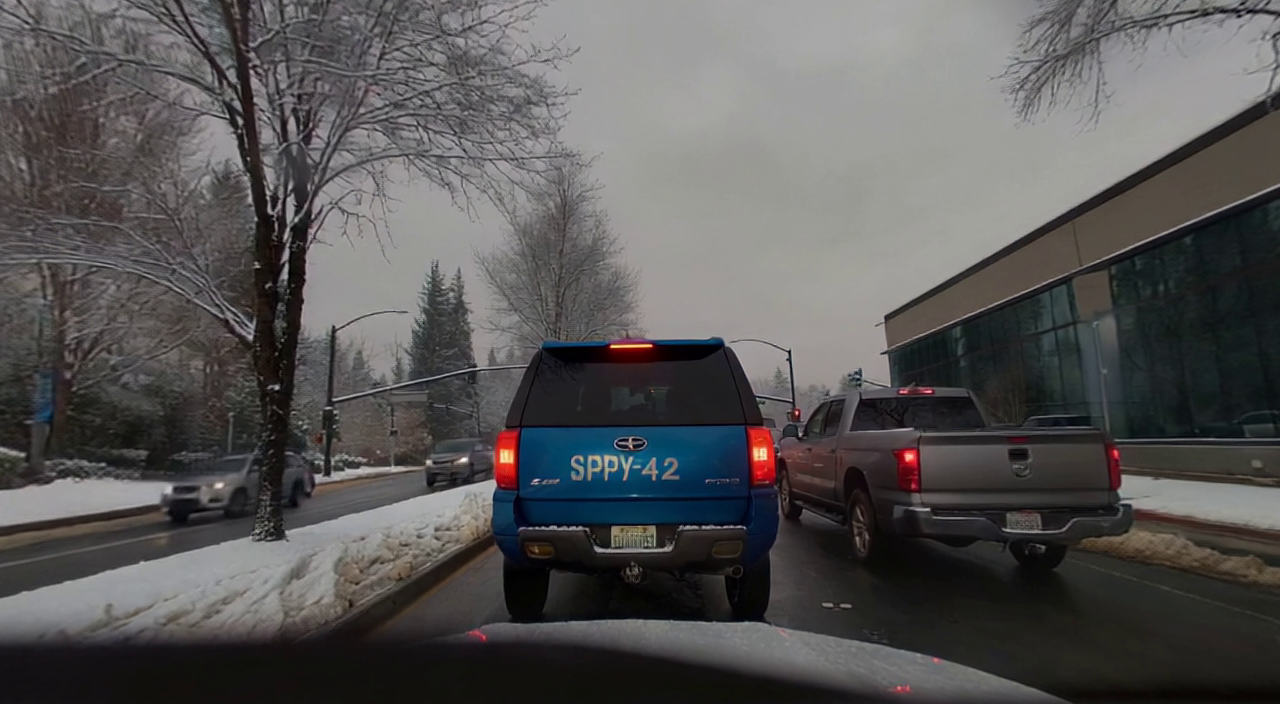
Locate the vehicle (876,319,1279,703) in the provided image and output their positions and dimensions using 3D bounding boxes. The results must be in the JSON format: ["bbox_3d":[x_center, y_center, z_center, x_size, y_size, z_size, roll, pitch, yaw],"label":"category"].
[{"bbox_3d":[3.082,0.984,3.467,2.022,1.700,4.410,0,-8,3],"label":"vehicle"}]

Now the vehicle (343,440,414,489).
[{"bbox_3d":[-15.653,6.731,38.123,1.924,2.730,5.024,0,-8,2],"label":"vehicle"}]

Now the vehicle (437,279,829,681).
[{"bbox_3d":[0.010,1.036,5.978,2.267,2.372,4.366,0,-8,2],"label":"vehicle"}]

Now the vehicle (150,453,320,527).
[{"bbox_3d":[-12.150,4.116,19.449,1.965,1.897,4.821,0,-8,1],"label":"vehicle"}]
